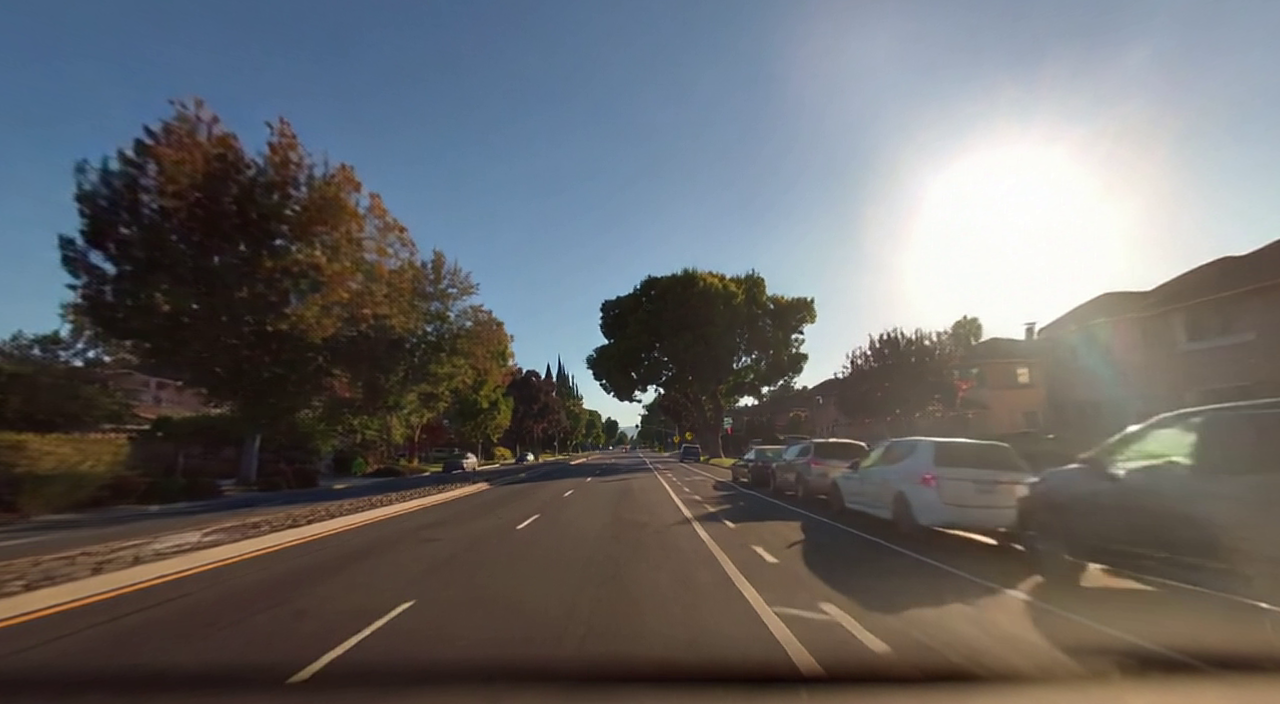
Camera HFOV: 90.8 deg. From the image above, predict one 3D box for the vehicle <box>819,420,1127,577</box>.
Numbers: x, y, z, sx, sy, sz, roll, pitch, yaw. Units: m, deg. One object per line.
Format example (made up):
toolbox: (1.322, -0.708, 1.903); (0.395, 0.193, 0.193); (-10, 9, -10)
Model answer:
vehicle: (4.575, 2.079, 9.963); (1.917, 1.664, 5.490); (3, -9, 0)

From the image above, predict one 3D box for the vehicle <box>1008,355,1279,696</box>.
vehicle: (4.524, 0.949, 3.360); (2.074, 1.838, 5.402); (1, -8, 3)

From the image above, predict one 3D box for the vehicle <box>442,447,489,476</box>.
vehicle: (-12.487, 7.820, 45.482); (2.034, 1.646, 4.808); (-5, -7, -2)
